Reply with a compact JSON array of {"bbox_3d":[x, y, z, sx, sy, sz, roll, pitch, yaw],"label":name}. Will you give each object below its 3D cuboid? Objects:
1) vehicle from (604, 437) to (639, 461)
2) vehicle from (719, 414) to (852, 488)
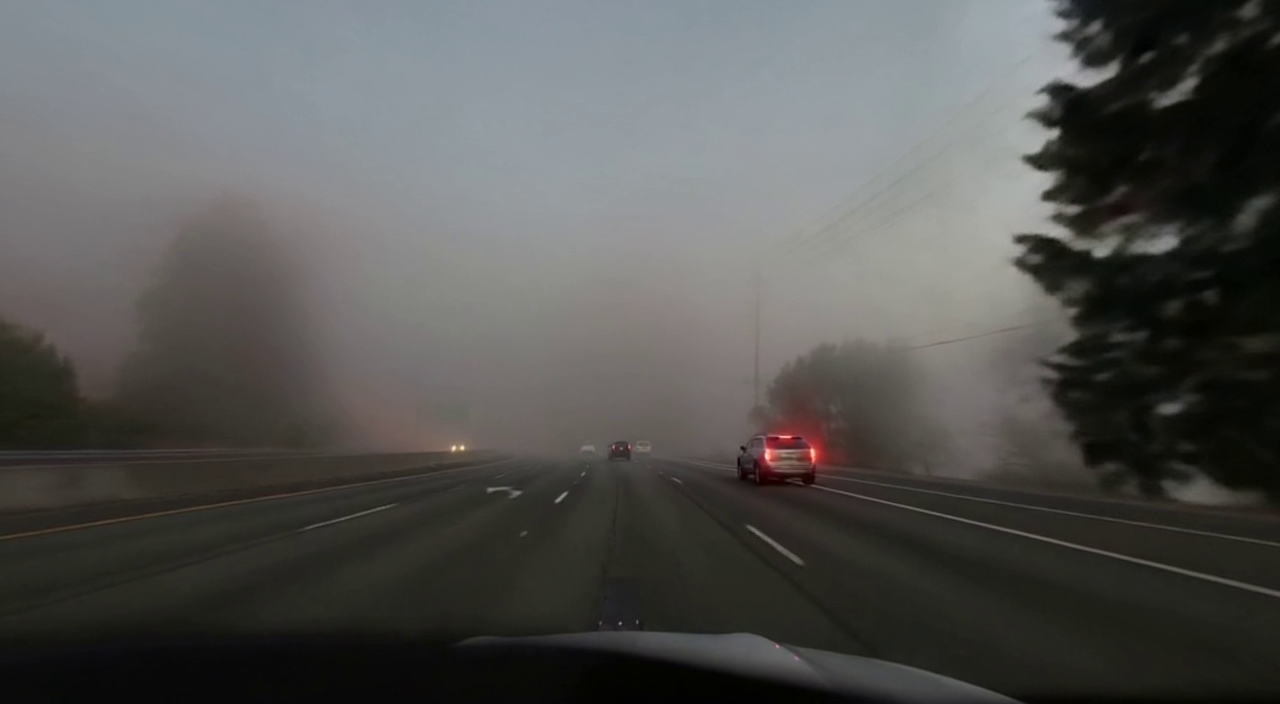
[{"bbox_3d":[-1.443,7.406,48.233,2.188,1.714,3.921,1,-8,-9],"label":"vehicle"},{"bbox_3d":[4.404,3.168,20.515,2.504,2.033,5.979,0,-8,-4],"label":"vehicle"}]
